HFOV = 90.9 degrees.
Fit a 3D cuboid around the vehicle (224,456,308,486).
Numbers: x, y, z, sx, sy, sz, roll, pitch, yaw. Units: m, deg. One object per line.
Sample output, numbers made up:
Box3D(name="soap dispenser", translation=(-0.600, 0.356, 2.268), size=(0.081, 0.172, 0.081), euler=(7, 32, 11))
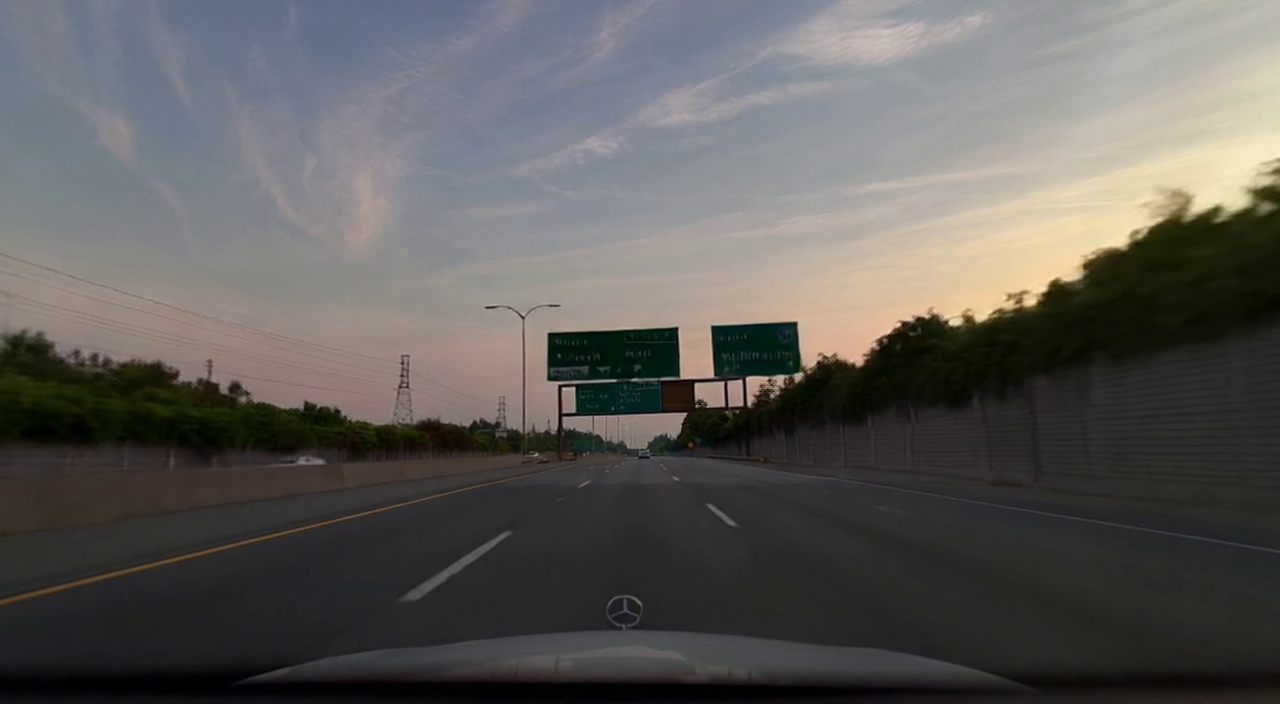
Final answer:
Box3D(name="vehicle", translation=(-20.359, 6.463, 34.559), size=(1.831, 1.473, 4.526), euler=(0, -9, -1))
